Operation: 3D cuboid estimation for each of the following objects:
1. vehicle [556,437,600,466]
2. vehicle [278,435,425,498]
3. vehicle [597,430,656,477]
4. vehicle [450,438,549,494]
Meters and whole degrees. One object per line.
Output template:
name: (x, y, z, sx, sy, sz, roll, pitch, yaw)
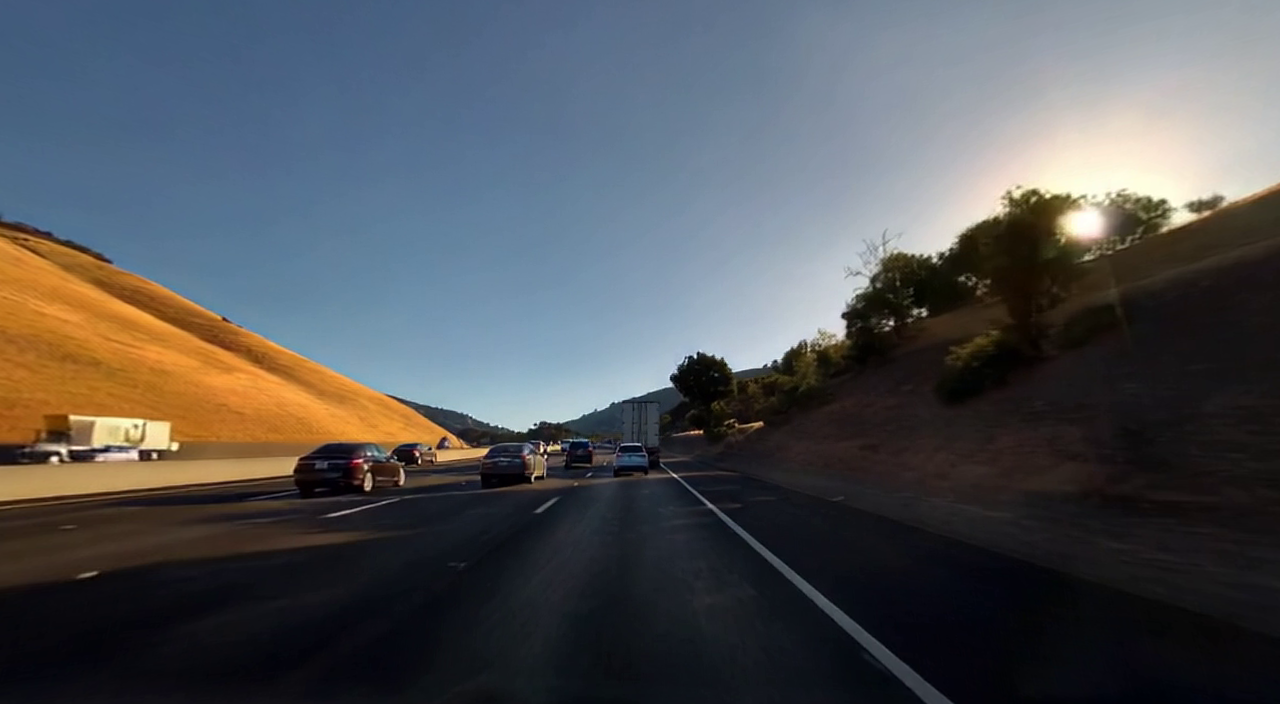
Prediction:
vehicle: (-3.765, 6.171, 39.077, 2.155, 1.661, 4.477, 0, -9, 1)
vehicle: (-7.789, 3.126, 17.551, 2.029, 1.507, 4.204, 1, -9, 1)
vehicle: (-0.520, 4.302, 26.829, 2.281, 1.795, 4.297, 1, -9, 0)
vehicle: (-4.123, 3.422, 19.316, 1.943, 1.468, 4.547, 1, -9, 0)
